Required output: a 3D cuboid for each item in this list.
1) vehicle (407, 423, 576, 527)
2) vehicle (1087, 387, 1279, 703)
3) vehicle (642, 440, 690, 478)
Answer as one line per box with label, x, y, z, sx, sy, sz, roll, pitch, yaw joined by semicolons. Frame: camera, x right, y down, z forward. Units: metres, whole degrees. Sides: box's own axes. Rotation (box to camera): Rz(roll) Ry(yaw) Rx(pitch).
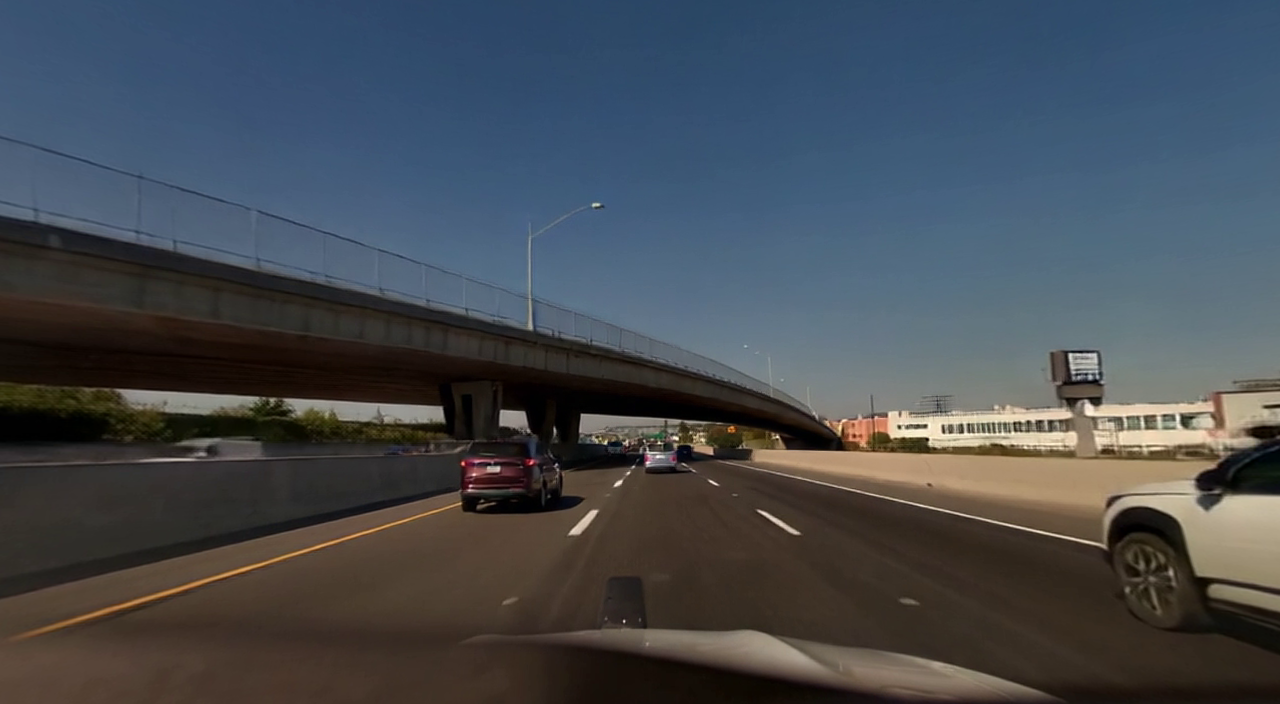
vehicle;-2.788;2.450;13.177;2.239;1.761;4.620;-1;-8;2
vehicle;4.181;0.822;2.126;2.027;1.588;4.611;0;-8;1
vehicle;1.121;4.814;28.676;2.000;1.558;3.945;0;-8;0
